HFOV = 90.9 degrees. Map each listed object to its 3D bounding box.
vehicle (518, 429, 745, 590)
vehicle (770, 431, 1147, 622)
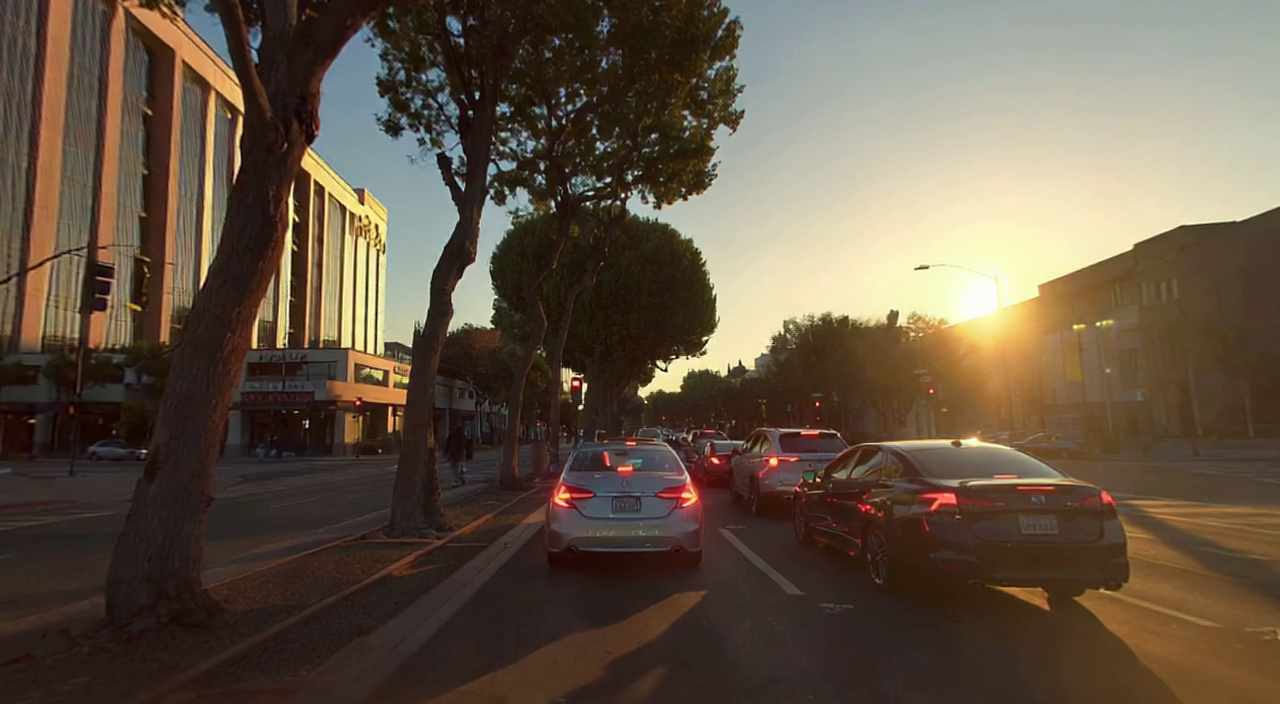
[{"bbox_3d":[-0.101,1.760,7.944,2.087,1.456,4.143,0,-8,-1],"label":"vehicle"},{"bbox_3d":[2.909,1.658,7.051,1.893,1.446,4.270,0,-8,-1],"label":"vehicle"}]
